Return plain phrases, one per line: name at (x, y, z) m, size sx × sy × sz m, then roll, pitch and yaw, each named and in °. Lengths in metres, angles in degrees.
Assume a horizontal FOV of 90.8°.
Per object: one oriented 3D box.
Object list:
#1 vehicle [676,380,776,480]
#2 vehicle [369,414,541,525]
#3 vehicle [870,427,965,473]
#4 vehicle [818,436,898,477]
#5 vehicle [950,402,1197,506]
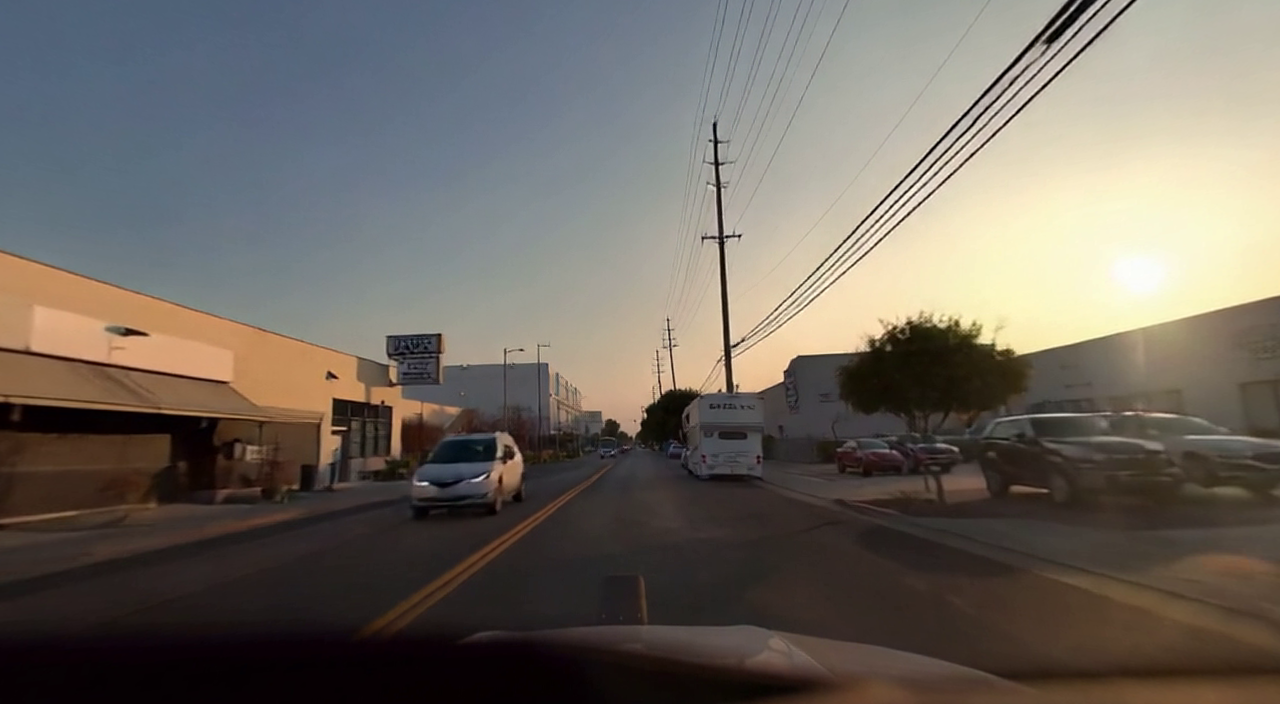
vehicle at (3.752, 3.911, 29.883) m, size 3.029 × 3.860 × 7.726 m, roll -5°, pitch -10°, yaw -3°
vehicle at (-3.753, 2.493, 13.963) m, size 2.307 × 1.998 × 4.734 m, roll 0°, pitch -8°, yaw 1°
vehicle at (12.163, 4.331, 28.084) m, size 2.022 × 1.849 × 4.509 m, roll 0°, pitch -8°, yaw -2°
vehicle at (9.513, 4.594, 27.970) m, size 2.039 × 1.662 × 4.304 m, roll 0°, pitch -8°, yaw 1°
vehicle at (9.388, 2.276, 14.375) m, size 2.111 × 1.939 × 4.756 m, roll 0°, pitch -8°, yaw -1°
